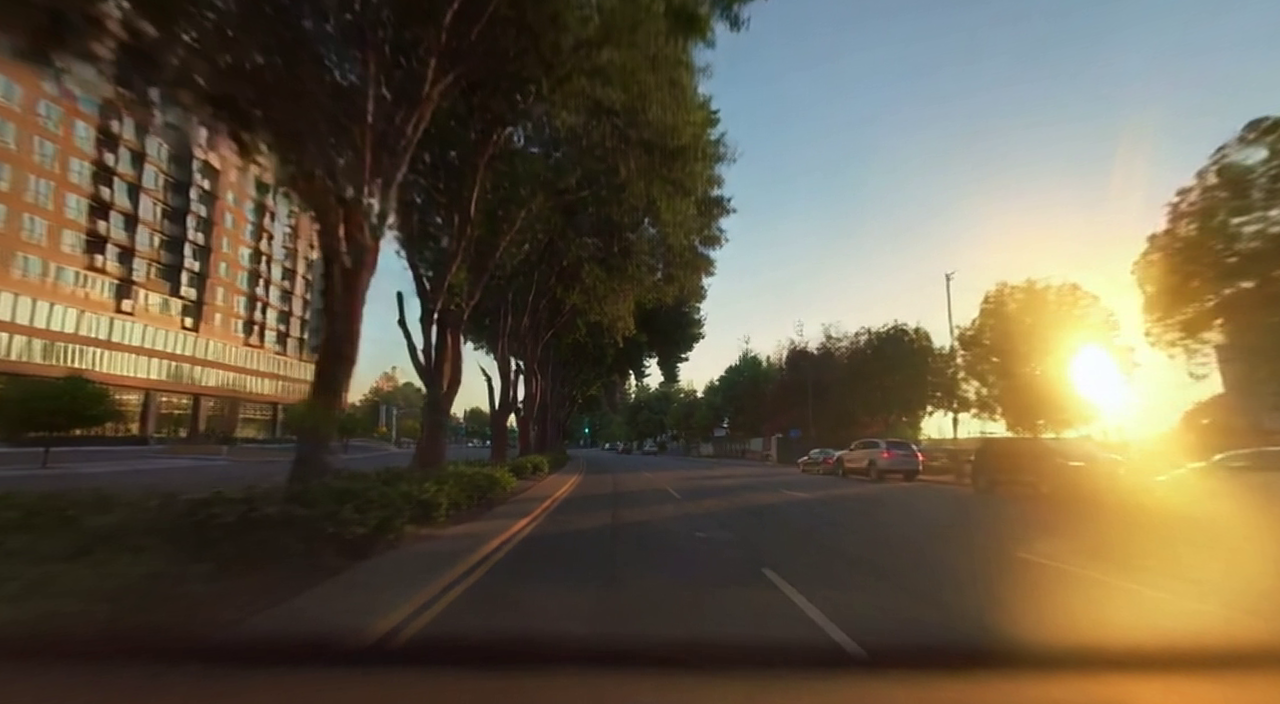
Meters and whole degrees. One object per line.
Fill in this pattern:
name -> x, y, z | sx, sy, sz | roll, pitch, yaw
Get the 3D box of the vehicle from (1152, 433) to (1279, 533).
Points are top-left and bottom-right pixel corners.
vehicle -> 10.925, 2.061, 9.964 | 1.885, 1.545, 4.377 | 0, -9, -2

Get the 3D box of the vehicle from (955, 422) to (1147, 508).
vehicle -> 10.780, 2.988, 17.123 | 1.916, 1.889, 4.675 | 4, -9, -3

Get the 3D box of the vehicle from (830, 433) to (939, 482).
vehicle -> 9.959, 4.346, 26.325 | 2.211, 1.831, 5.275 | 0, -9, -2
